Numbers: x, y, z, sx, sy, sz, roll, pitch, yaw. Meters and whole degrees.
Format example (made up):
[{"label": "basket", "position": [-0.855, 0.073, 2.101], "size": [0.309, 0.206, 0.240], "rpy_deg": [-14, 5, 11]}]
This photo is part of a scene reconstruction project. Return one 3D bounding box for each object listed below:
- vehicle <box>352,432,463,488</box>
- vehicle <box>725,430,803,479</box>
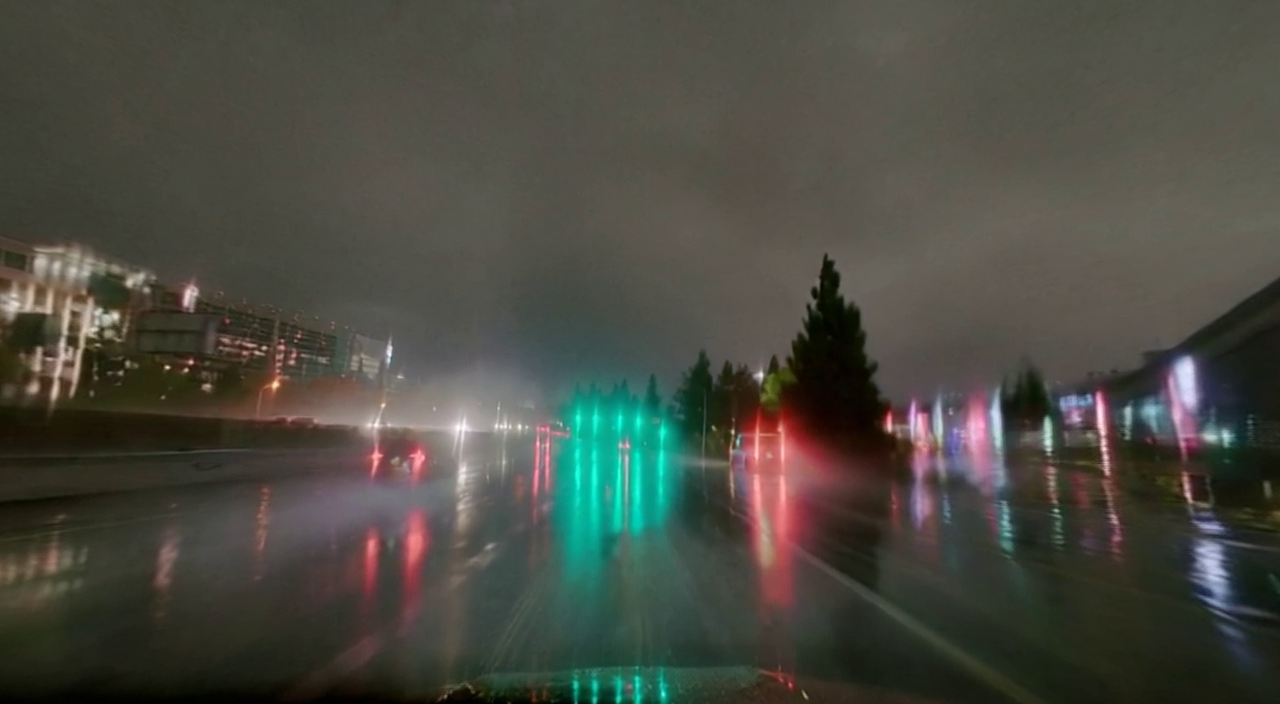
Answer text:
[{"label": "vehicle", "position": [-7.778, 3.654, 21.738], "size": [2.030, 1.672, 4.913], "rpy_deg": [0, -9, -1]}, {"label": "vehicle", "position": [4.865, 4.098, 25.494], "size": [2.023, 1.782, 4.193], "rpy_deg": [0, -9, -4]}]
